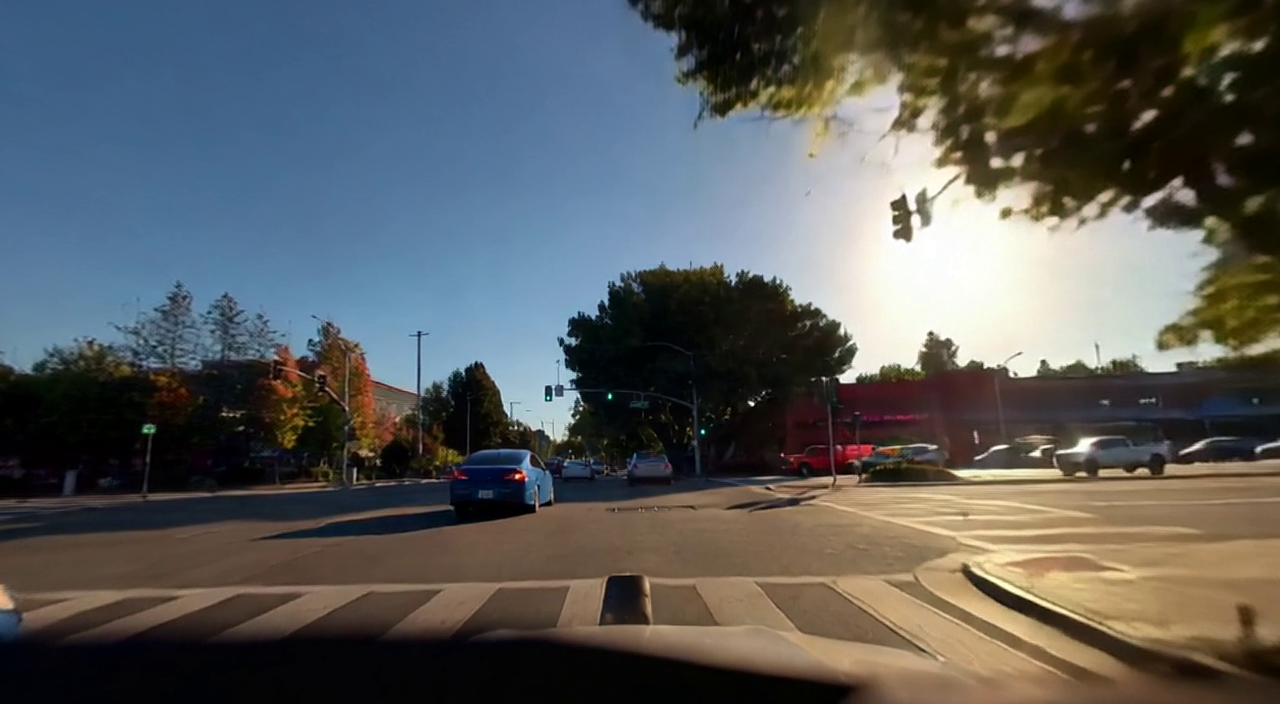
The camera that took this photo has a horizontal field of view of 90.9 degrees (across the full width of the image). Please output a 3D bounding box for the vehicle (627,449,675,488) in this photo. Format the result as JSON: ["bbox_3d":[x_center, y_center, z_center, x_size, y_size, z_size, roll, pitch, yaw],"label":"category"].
[{"bbox_3d":[0.522,5.610,30.756,2.163,1.678,3.846,-1,-8,0],"label":"vehicle"}]

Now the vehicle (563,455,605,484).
[{"bbox_3d":[-3.281,6.975,37.730,2.013,1.474,4.393,-1,-8,1],"label":"vehicle"}]

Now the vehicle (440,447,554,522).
[{"bbox_3d":[-3.325,3.128,15.355,1.960,1.528,3.490,-1,-8,0],"label":"vehicle"}]

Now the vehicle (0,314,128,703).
[{"bbox_3d":[-3.199,0.514,0.164,2.190,1.766,4.649,-1,-8,0],"label":"vehicle"}]

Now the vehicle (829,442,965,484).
[{"bbox_3d":[11.029,4.816,27.316,4.875,1.473,2.077,-3,-11,-1],"label":"vehicle"}]

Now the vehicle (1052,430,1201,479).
[{"bbox_3d":[21.049,4.442,27.457,4.585,1.681,2.140,-4,-8,0],"label":"vehicle"}]

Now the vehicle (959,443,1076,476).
[{"bbox_3d":[18.633,5.309,31.284,4.478,1.495,2.063,-1,-8,0],"label":"vehicle"}]
